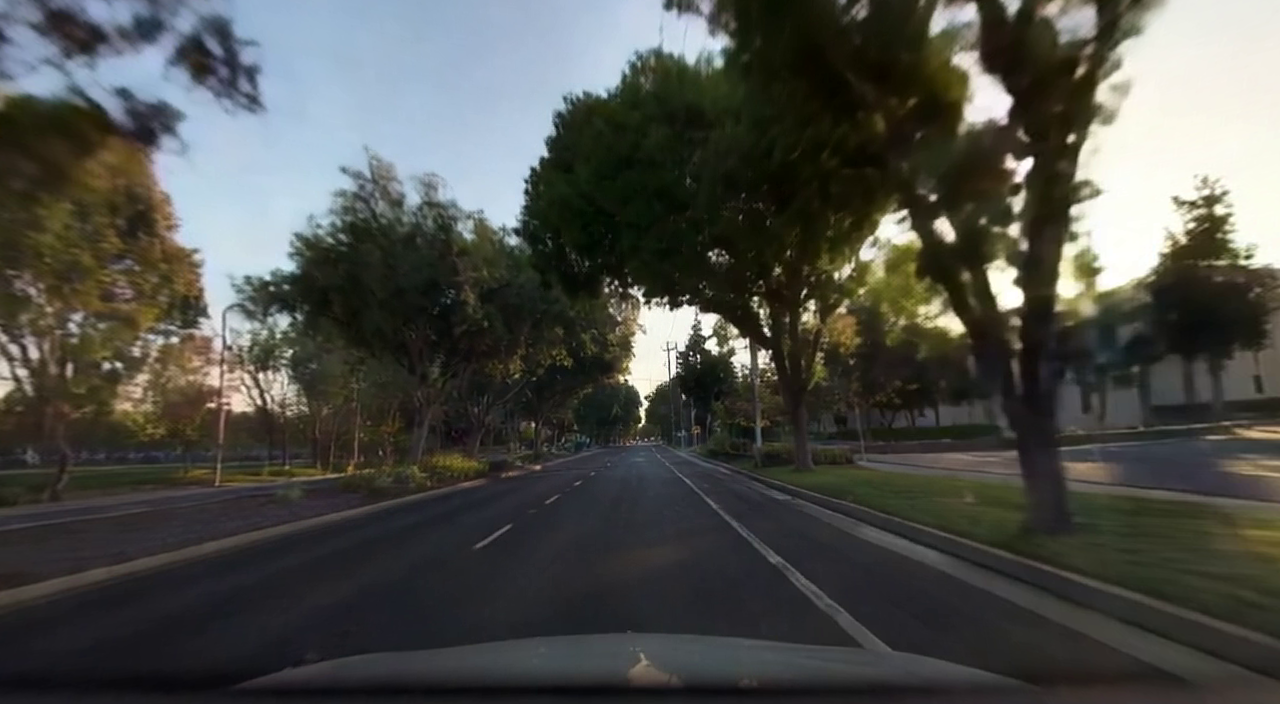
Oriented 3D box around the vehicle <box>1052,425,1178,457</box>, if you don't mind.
[{"bbox_3d":[22.012,4.157,29.345,4.271,1.424,1.941,0,-8,1],"label":"vehicle"}]
